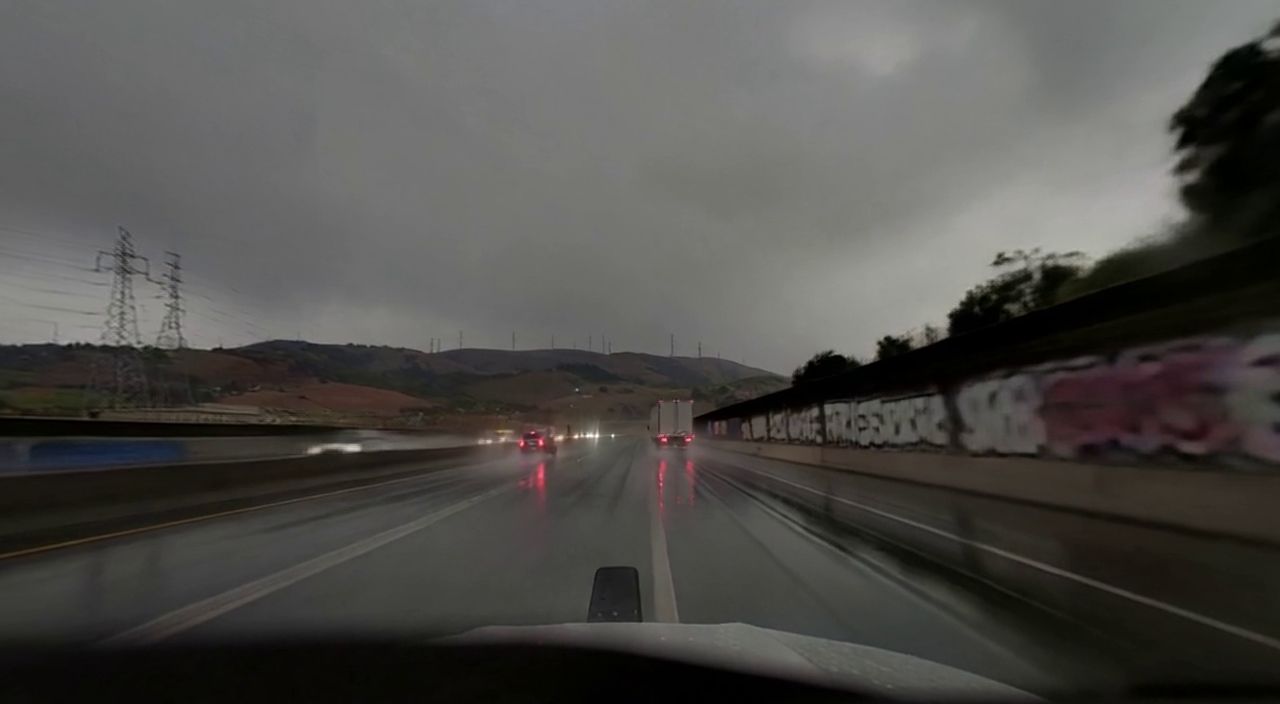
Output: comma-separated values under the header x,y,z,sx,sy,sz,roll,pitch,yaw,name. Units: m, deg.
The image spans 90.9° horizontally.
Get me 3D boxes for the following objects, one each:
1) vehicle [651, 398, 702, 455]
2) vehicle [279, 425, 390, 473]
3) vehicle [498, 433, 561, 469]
x,y,z,sx,sy,sz,roll,pitch,yaw,name
2.539,5.823,48.187,3.060,3.842,11.095,0,-8,-1,vehicle
-12.417,3.969,26.064,2.136,1.767,4.755,0,-8,1,vehicle
-4.827,4.392,28.138,1.965,1.486,4.448,0,-8,1,vehicle
